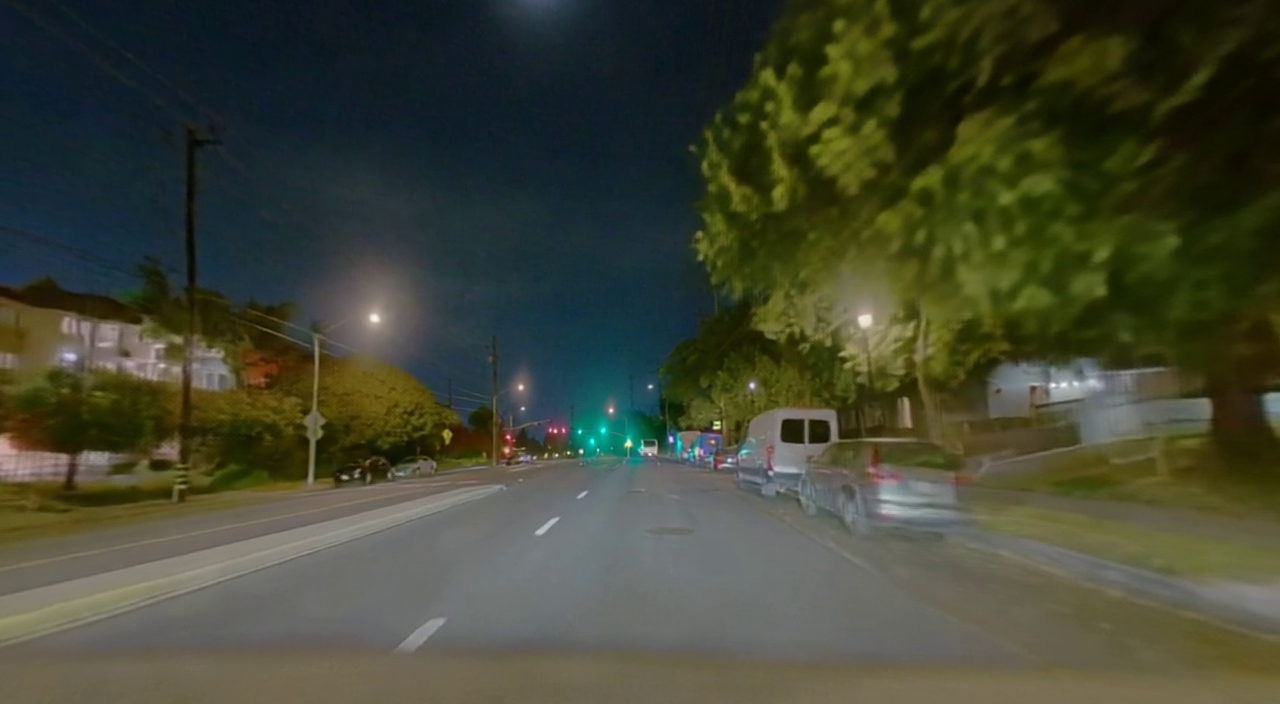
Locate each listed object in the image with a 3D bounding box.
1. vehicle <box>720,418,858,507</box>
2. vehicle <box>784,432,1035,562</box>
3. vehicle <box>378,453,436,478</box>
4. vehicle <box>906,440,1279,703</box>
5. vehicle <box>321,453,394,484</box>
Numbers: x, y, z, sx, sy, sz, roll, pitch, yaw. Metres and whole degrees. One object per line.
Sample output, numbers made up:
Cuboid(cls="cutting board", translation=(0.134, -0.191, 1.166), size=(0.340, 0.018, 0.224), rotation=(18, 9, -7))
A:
Cuboid(cls="vehicle", translation=(3.766, 2.954, 17.345), size=(2.372, 2.008, 6.181), rotation=(0, -8, 1))
Cuboid(cls="vehicle", translation=(3.660, 2.020, 9.643), size=(1.830, 1.484, 4.639), rotation=(0, -8, 1))
Cuboid(cls="vehicle", translation=(-15.273, 7.451, 41.364), size=(1.944, 1.454, 4.581), rotation=(0, -8, 1))
Cuboid(cls="vehicle", translation=(3.691, 1.288, 4.182), size=(1.845, 1.364, 4.471), rotation=(0, -8, -1))
Cuboid(cls="vehicle", translation=(-15.181, 6.276, 34.071), size=(1.992, 1.517, 4.426), rotation=(0, -8, -2))
